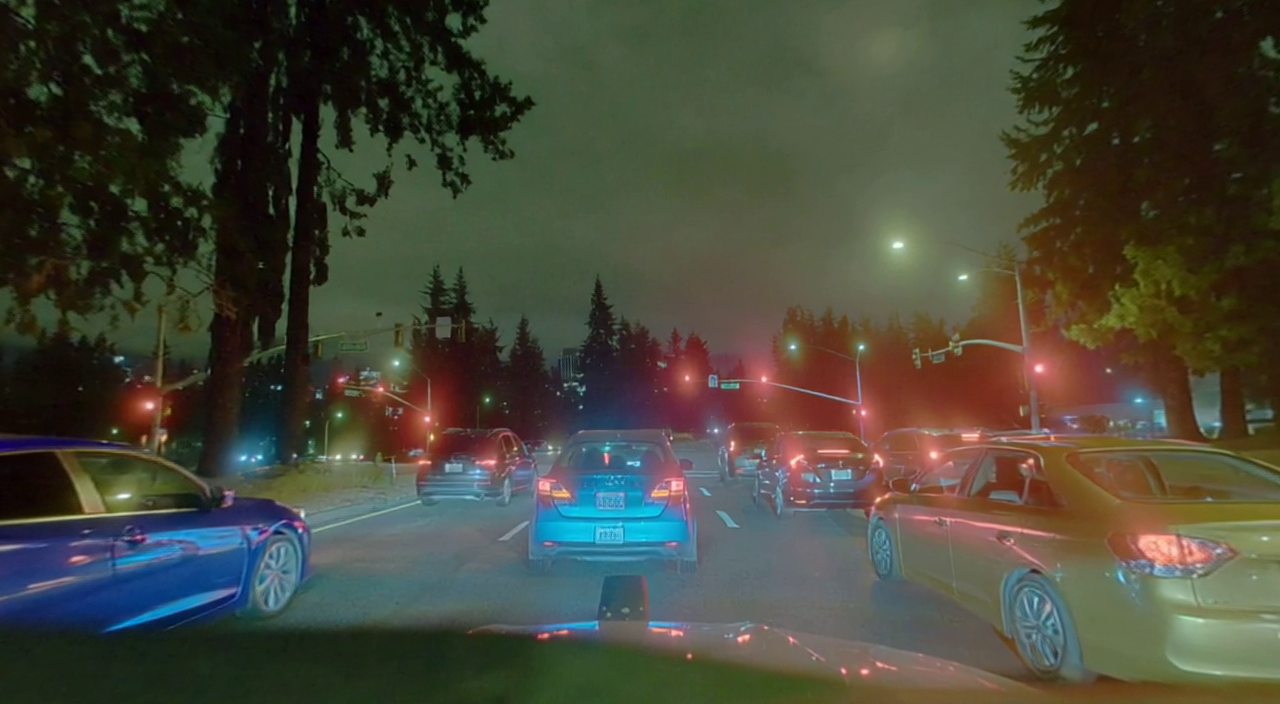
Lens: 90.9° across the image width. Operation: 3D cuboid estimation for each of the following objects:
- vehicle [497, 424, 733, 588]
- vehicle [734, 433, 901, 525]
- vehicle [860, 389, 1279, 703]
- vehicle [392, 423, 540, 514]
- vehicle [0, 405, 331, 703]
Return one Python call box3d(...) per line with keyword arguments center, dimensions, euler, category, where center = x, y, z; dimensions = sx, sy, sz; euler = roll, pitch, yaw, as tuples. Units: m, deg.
box3d(center=(-0.251, 1.692, 7.727), dimensions=(2.147, 1.479, 3.803), euler=(0, -8, -1), category="vehicle")
box3d(center=(3.181, 2.337, 12.326), dimensions=(1.975, 1.460, 4.357), euler=(0, -8, 0), category="vehicle")
box3d(center=(3.136, 1.151, 4.054), dimensions=(1.903, 1.480, 4.270), euler=(0, -8, 0), category="vehicle")
box3d(center=(-3.670, 2.545, 14.210), dimensions=(1.961, 1.714, 4.268), euler=(-1, -8, 2), category="vehicle")
box3d(center=(-3.658, 1.064, 3.245), dimensions=(1.935, 1.482, 4.433), euler=(0, -8, -1), category="vehicle")
